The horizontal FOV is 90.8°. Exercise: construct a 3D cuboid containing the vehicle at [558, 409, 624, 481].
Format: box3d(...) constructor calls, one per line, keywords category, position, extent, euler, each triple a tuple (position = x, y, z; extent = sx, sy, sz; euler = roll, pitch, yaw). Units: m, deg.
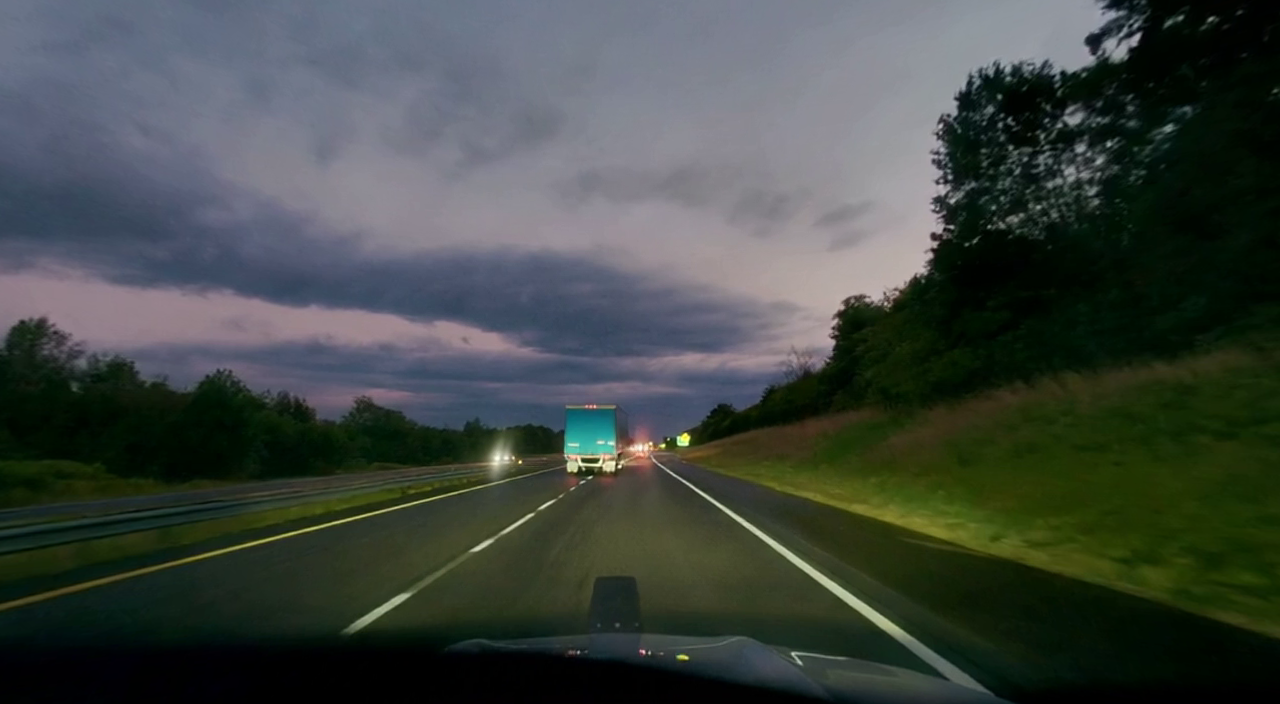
box3d(category="vehicle", position=(-2.313, 4.777, 32.305), extent=(2.704, 3.270, 6.745), euler=(0, -9, 1))
